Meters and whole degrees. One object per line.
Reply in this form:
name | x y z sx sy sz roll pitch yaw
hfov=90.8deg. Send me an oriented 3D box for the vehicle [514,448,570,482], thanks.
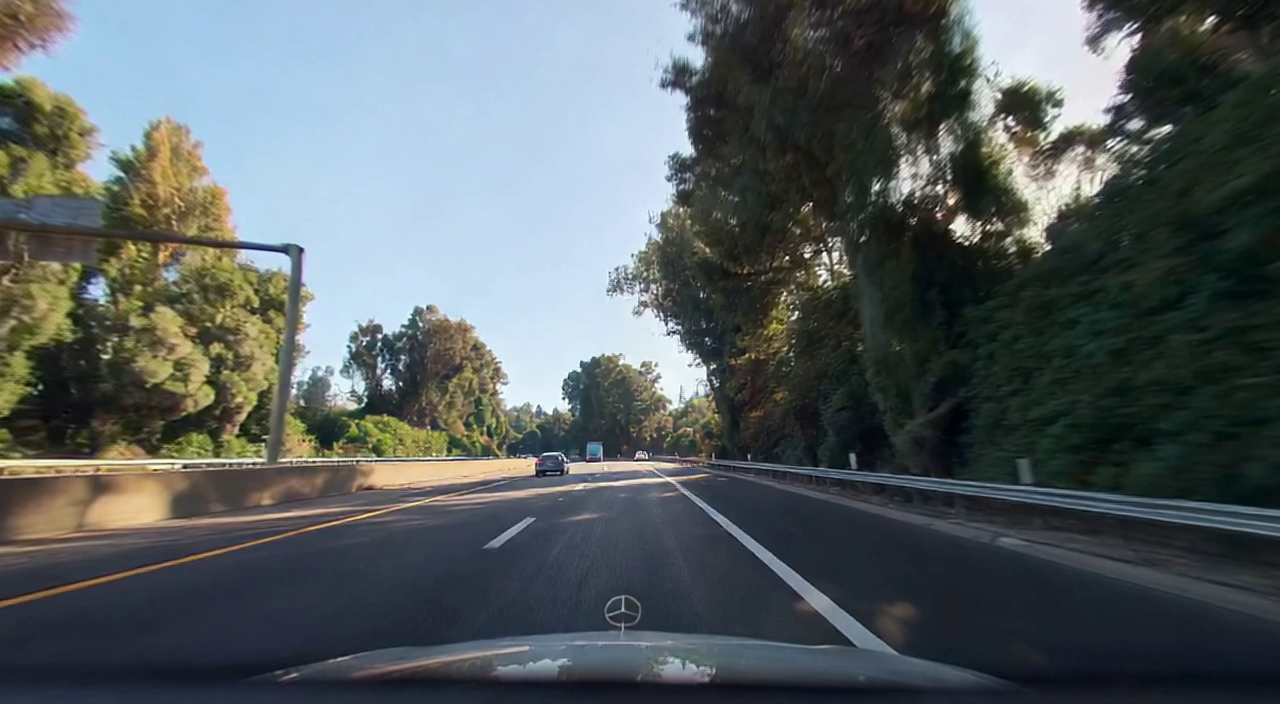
vehicle | -4.716 5.498 30.983 2.049 1.521 4.366 0 -9 0
